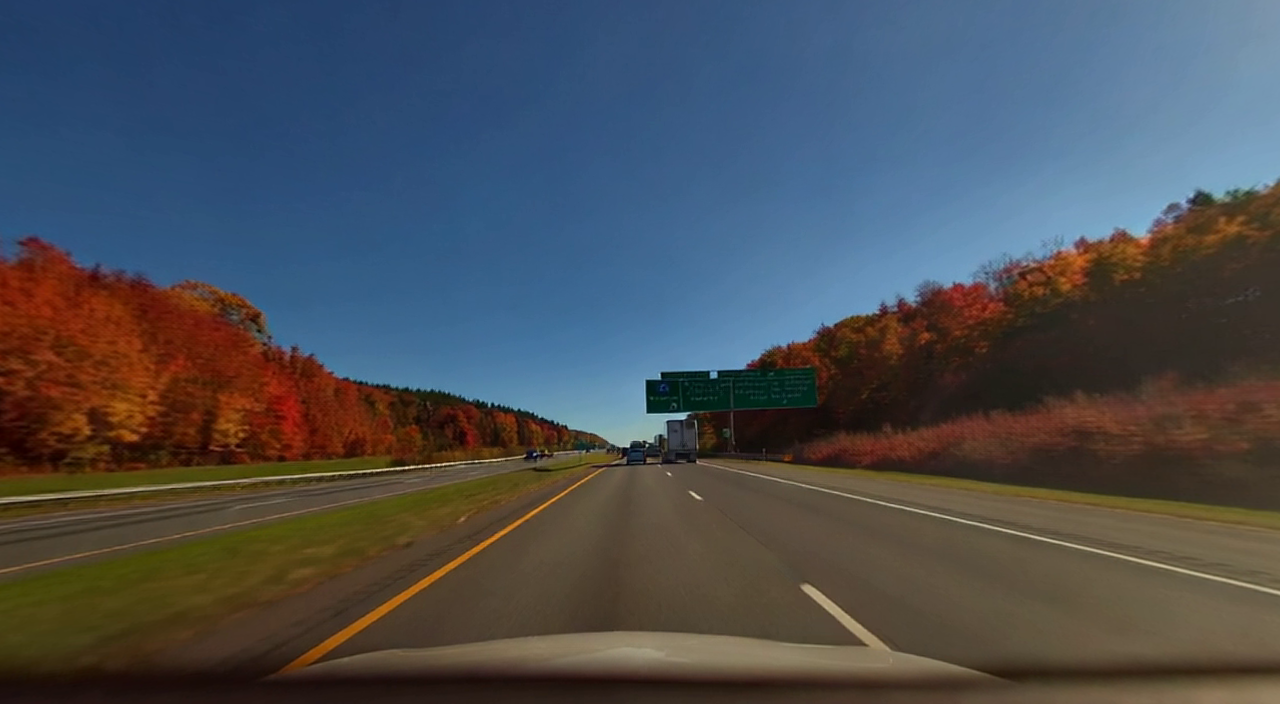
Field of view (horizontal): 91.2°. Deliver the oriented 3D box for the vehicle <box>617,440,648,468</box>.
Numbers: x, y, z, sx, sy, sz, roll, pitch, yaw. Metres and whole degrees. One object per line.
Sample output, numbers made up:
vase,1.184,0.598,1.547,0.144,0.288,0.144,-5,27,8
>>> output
vehicle,-0.570,7.442,45.717,2.156,1.886,4.334,0,-9,-1
